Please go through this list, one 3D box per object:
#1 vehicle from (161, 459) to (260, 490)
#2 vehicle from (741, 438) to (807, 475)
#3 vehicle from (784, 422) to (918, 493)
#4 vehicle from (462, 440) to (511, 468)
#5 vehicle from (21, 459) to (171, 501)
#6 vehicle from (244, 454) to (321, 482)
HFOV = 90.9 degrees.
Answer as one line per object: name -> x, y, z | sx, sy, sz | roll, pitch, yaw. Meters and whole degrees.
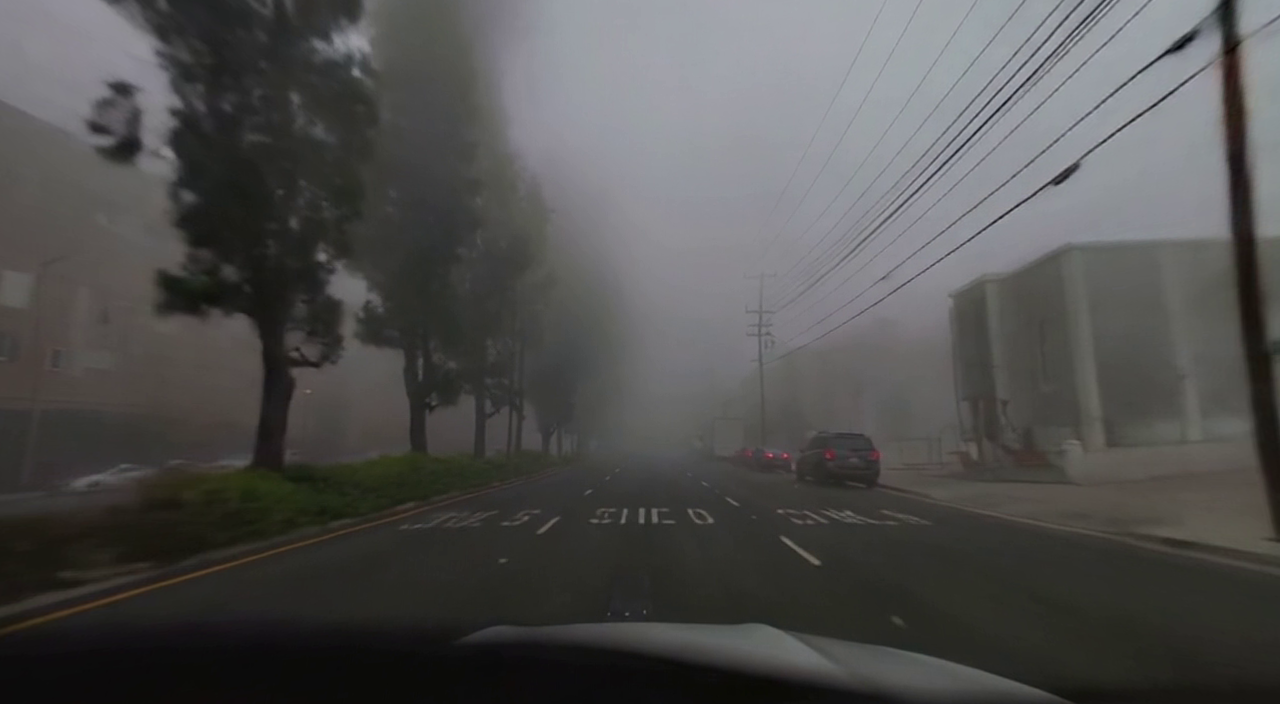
vehicle -> -22.186, 6.322, 32.788 | 1.907, 1.404, 4.413 | -1, -9, 2
vehicle -> 7.123, 5.634, 34.174 | 2.258, 1.845, 5.381 | 0, -9, -1
vehicle -> 6.951, 3.602, 21.808 | 2.563, 2.090, 6.077 | 0, -9, 1
vehicle -> -11.704, 7.833, 48.529 | 2.418, 1.978, 5.196 | -1, -9, 1
vehicle -> -22.330, 5.227, 26.206 | 1.877, 1.473, 4.892 | -1, -9, 1
vehicle -> -22.126, 7.175, 39.265 | 1.778, 1.533, 4.967 | -1, -9, 2
